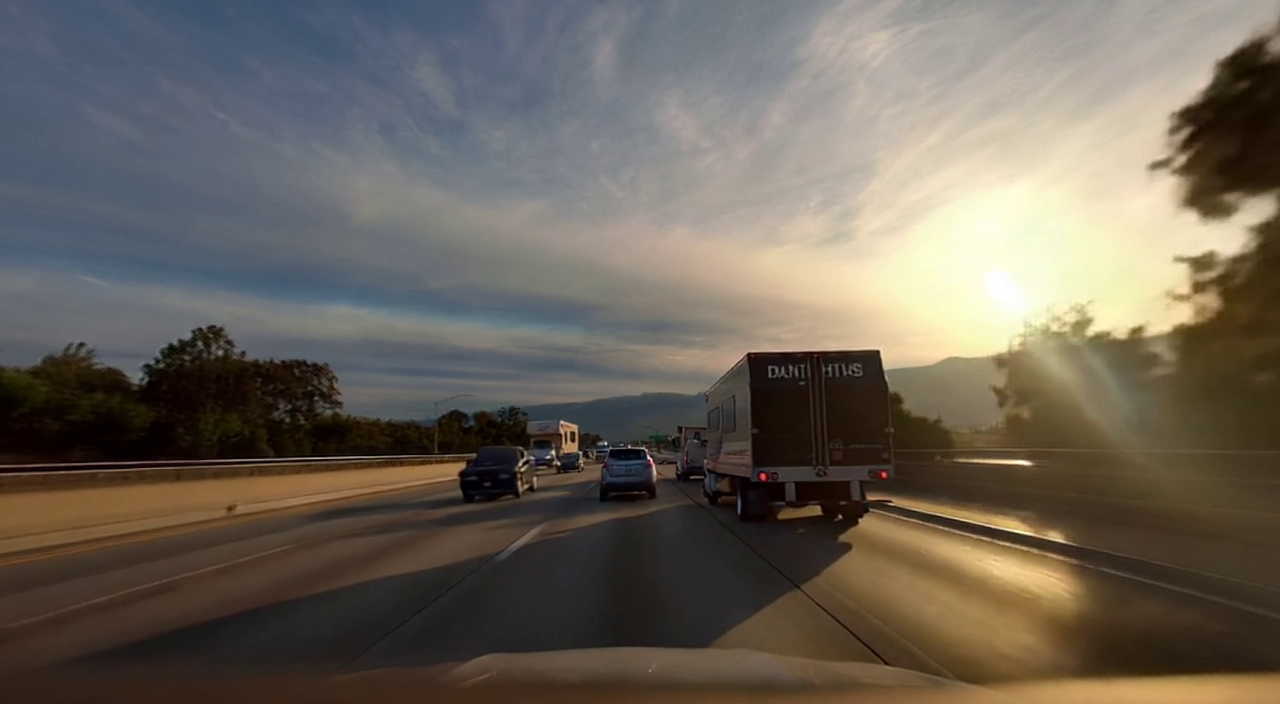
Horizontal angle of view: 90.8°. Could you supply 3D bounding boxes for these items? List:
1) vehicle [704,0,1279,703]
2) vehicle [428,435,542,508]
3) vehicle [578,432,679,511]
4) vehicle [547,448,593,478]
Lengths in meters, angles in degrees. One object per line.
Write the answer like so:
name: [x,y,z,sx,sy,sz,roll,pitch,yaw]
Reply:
vehicle: [2.932,0.167,5.935,2.934,4.123,15.785,0,-9,0]
vehicle: [-4.043,3.188,17.245,2.074,1.717,4.089,0,-9,0]
vehicle: [-0.275,2.938,15.923,2.201,1.719,4.058,0,-9,-1]
vehicle: [-3.771,6.087,34.809,1.980,1.499,3.944,0,-9,1]
